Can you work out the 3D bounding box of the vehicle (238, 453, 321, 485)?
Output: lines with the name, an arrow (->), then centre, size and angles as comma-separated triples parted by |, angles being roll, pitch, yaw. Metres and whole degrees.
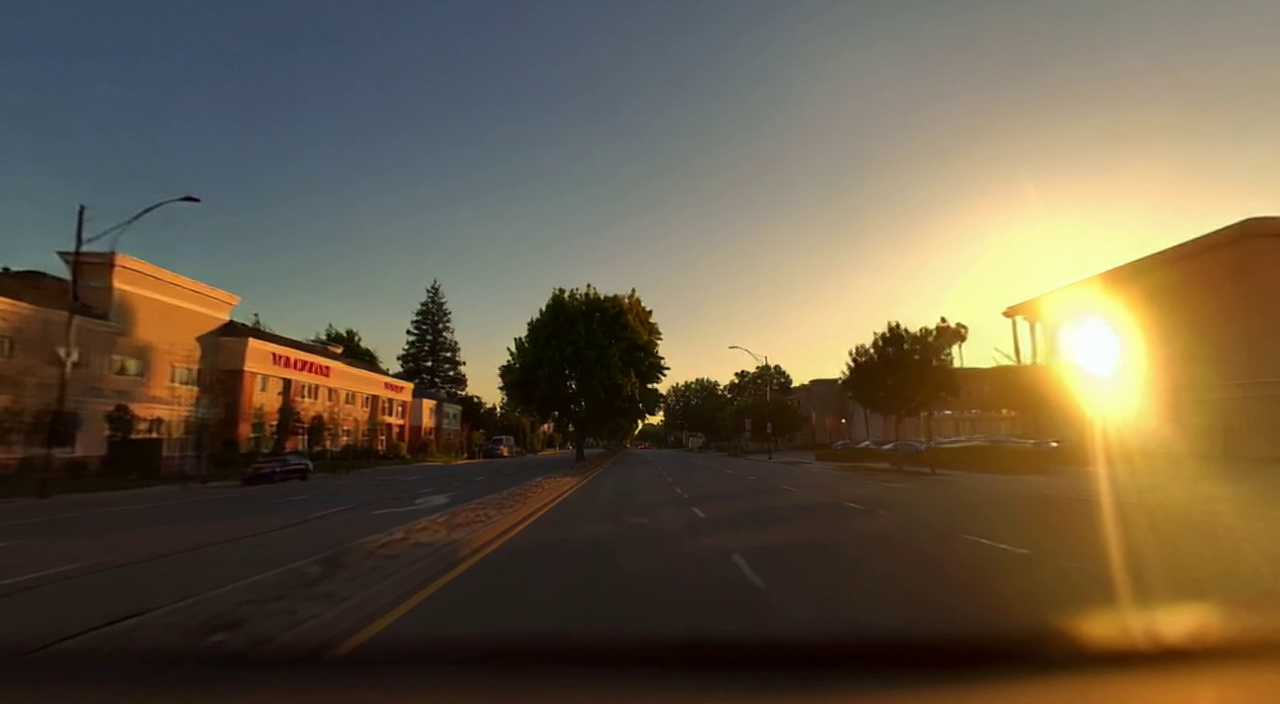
vehicle -> -19.304, 6.229, 34.048 | 2.018, 1.476, 4.310 | -2, -9, -1
